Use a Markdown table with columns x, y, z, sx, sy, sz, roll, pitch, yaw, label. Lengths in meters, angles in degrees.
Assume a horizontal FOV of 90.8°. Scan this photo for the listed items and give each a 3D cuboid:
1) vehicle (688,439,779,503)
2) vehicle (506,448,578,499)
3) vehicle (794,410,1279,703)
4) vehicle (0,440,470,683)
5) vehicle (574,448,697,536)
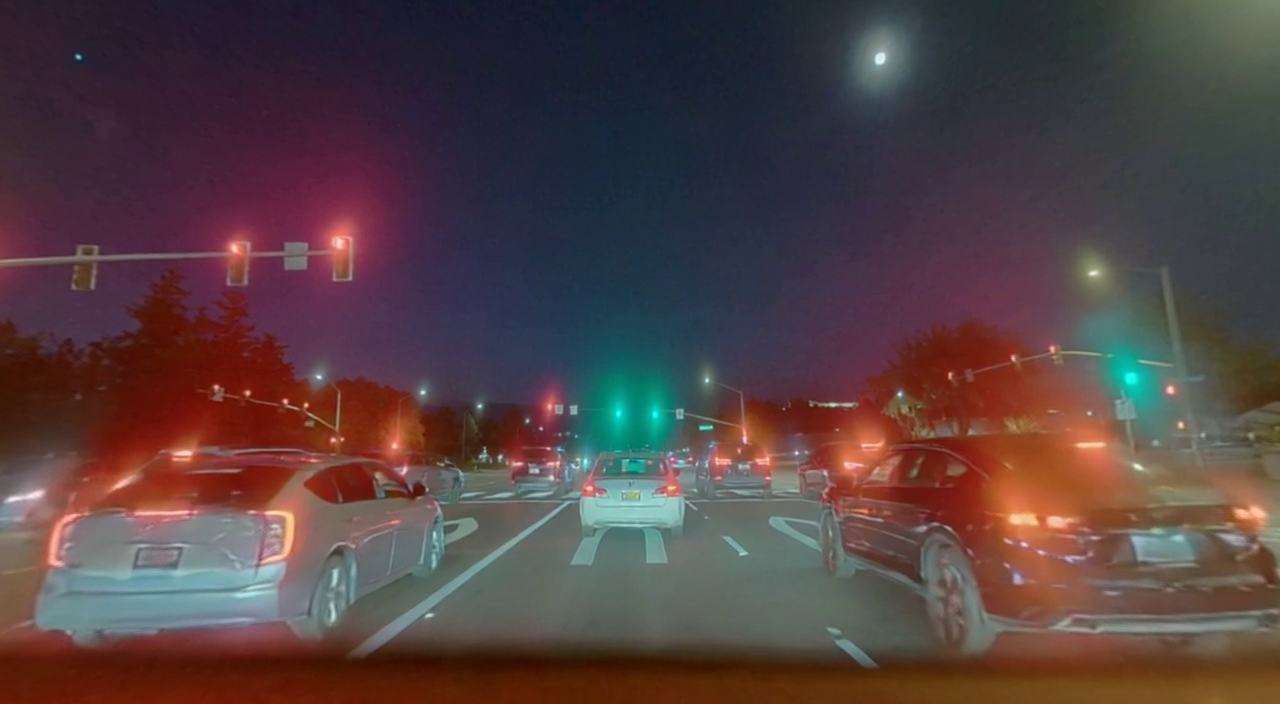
| x | y | z | sx | sy | sz | roll | pitch | yaw | label |
| --- | --- | --- | --- | --- | --- | --- | --- | --- | --- |
| 2.827 | 3.732 | 20.226 | 2.138 | 1.778 | 4.422 | 0 | -9 | -1 | vehicle |
| -3.523 | 4.442 | 23.531 | 2.033 | 1.714 | 4.278 | 0 | -9 | 0 | vehicle |
| 3.054 | 1.459 | 5.703 | 1.996 | 1.566 | 4.917 | 0 | -9 | -1 | vehicle |
| -3.297 | 1.630 | 6.173 | 2.045 | 1.463 | 4.490 | 0 | -9 | 0 | vehicle |
| -0.111 | 2.699 | 12.826 | 2.098 | 1.461 | 3.958 | 0 | -9 | -1 | vehicle |
